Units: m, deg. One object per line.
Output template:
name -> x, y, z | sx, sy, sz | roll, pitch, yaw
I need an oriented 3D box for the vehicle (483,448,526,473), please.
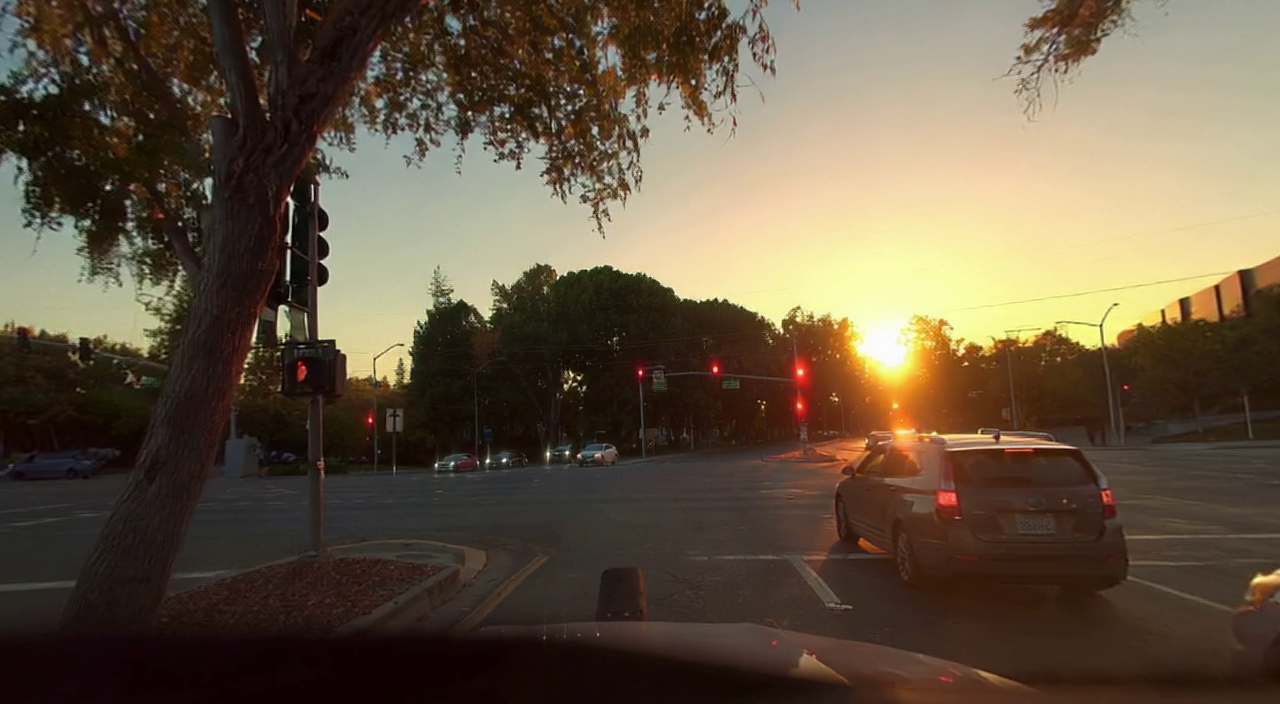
vehicle -> -9.796, 7.852, 45.905 | 2.064, 1.725, 4.243 | 0, -9, 1

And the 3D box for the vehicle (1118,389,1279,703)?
vehicle -> 3.050, 0.612, 0.410 | 1.978, 1.468, 4.544 | 0, -9, 1

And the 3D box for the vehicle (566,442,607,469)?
vehicle -> -3.602, 7.108, 43.353 | 2.215, 1.732, 4.684 | -1, -9, 3

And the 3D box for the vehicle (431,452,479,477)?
vehicle -> -13.412, 8.177, 45.974 | 2.101, 1.637, 4.304 | 0, -9, 1

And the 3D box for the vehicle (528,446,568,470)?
vehicle -> -6.580, 7.623, 45.494 | 2.126, 1.657, 4.307 | -1, -9, 2
